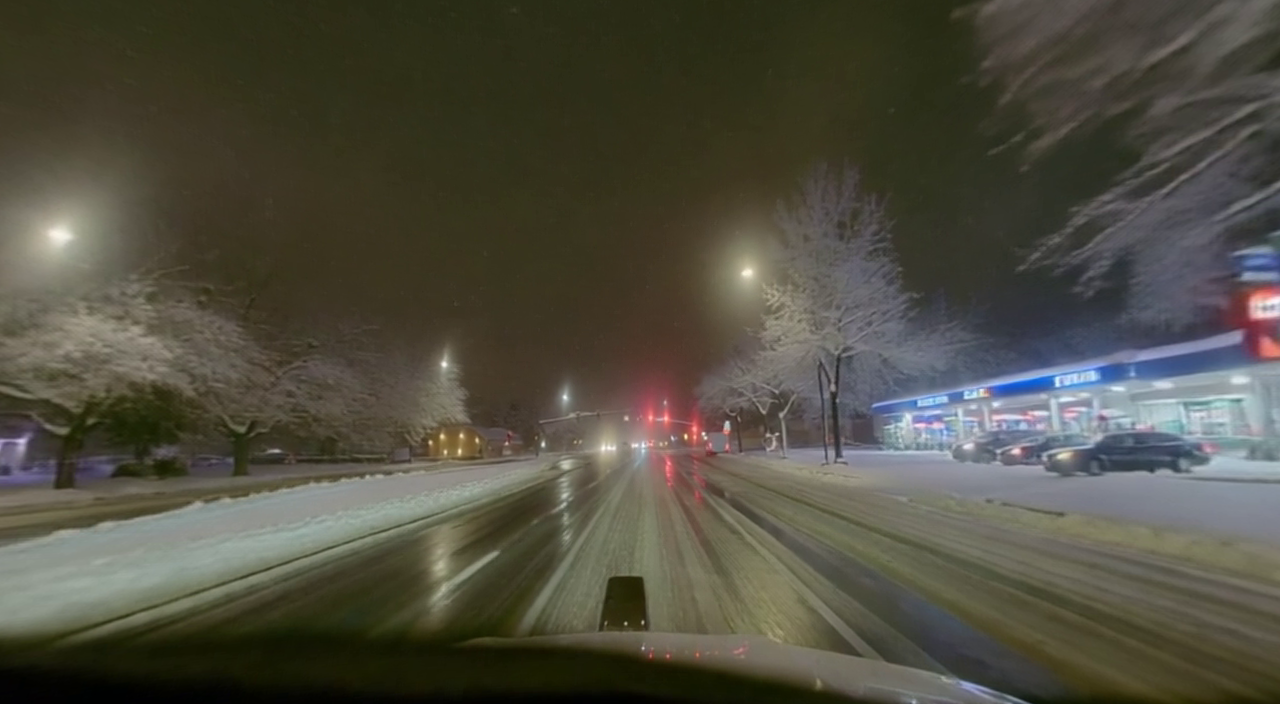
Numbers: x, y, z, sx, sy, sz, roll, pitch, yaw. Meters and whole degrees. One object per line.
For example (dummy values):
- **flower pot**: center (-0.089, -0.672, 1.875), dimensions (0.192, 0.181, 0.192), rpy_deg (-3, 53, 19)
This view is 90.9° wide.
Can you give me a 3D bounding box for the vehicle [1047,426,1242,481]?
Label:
- **vehicle**: center (15.111, 3.012, 18.982), dimensions (4.510, 1.517, 2.035), rpy_deg (1, -8, -12)
